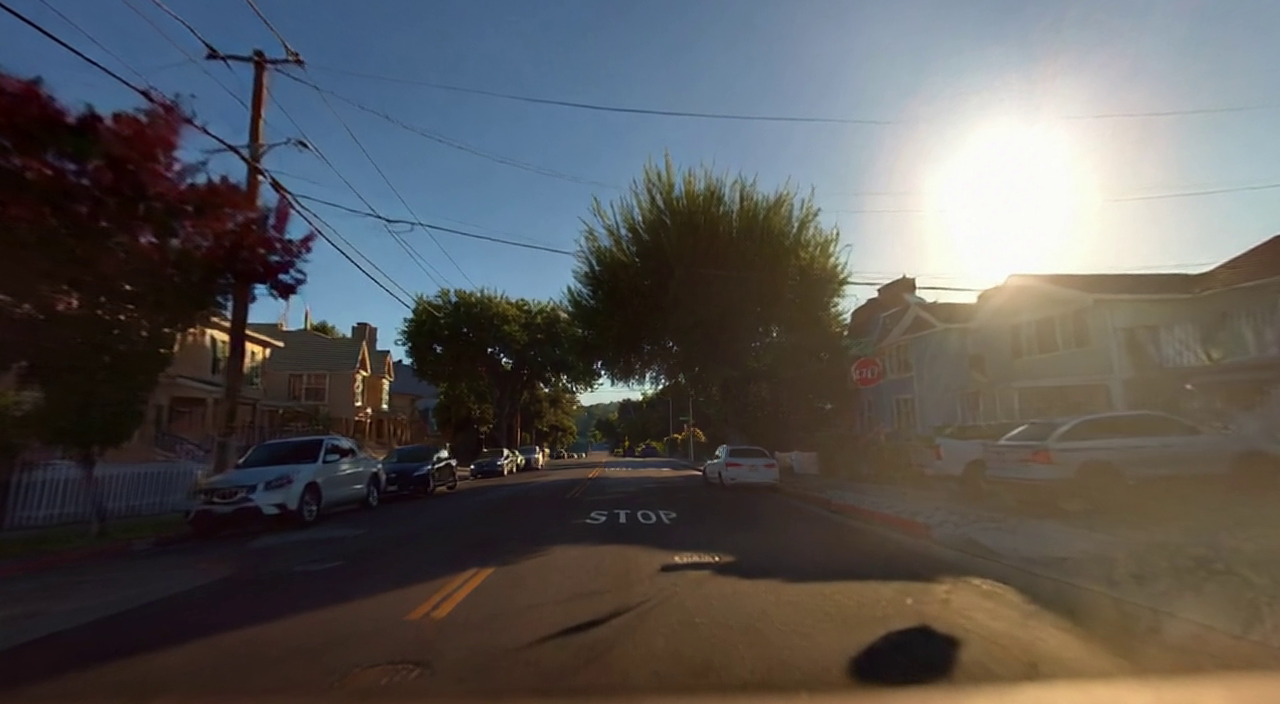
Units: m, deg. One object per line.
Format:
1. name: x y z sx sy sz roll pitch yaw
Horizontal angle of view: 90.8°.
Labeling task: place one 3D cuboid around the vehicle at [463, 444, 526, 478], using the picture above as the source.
1. vehicle: -6.999 5.289 30.959 2.056 1.481 4.451 0 -8 0

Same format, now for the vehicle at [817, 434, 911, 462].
1. vehicle: 16.422 7.071 46.575 6.022 1.953 2.250 0 -8 0

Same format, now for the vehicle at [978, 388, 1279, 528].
1. vehicle: 8.378 1.651 10.167 4.507 1.939 2.304 0 -8 -4

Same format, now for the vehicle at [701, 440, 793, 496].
1. vehicle: 3.232 3.615 20.264 1.963 1.536 5.446 0 -8 0

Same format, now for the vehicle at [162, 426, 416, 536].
1. vehicle: -6.640 2.486 12.955 2.136 1.757 5.365 0 -8 0
